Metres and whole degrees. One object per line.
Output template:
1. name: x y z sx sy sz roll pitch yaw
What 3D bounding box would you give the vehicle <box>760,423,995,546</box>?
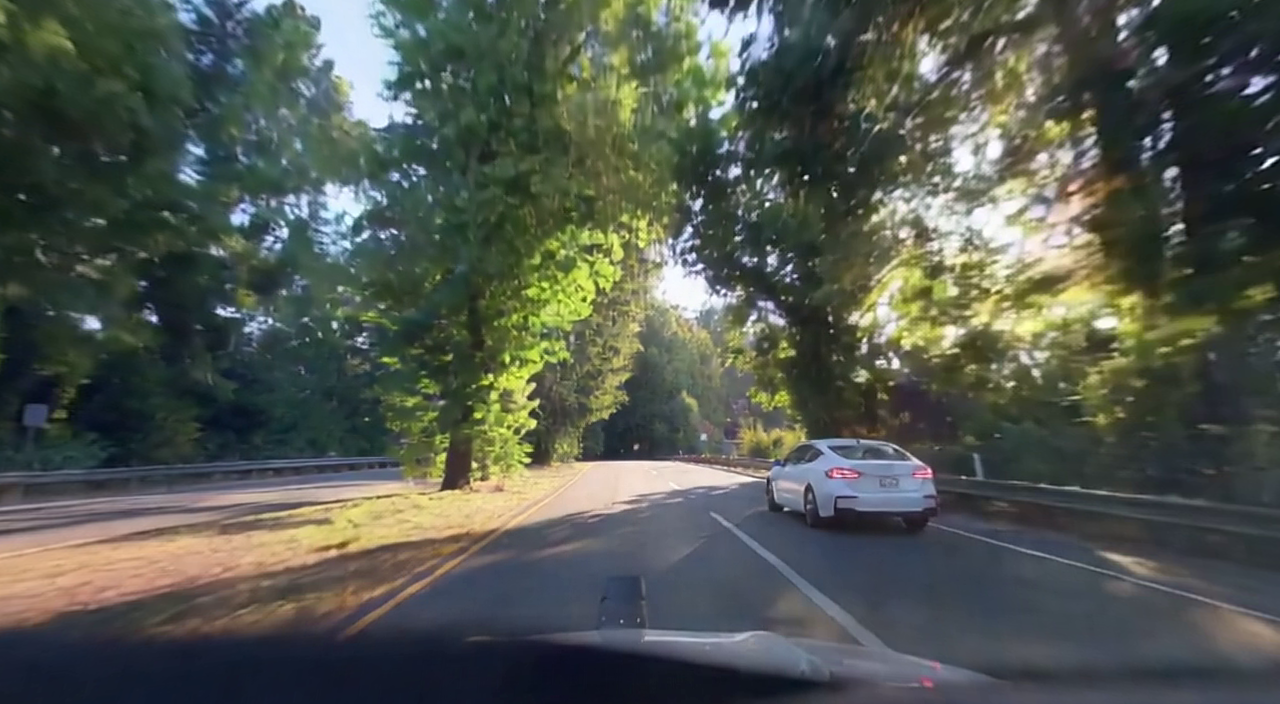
1. vehicle: 3.526 2.071 10.557 2.060 1.584 4.592 0 -9 -1
